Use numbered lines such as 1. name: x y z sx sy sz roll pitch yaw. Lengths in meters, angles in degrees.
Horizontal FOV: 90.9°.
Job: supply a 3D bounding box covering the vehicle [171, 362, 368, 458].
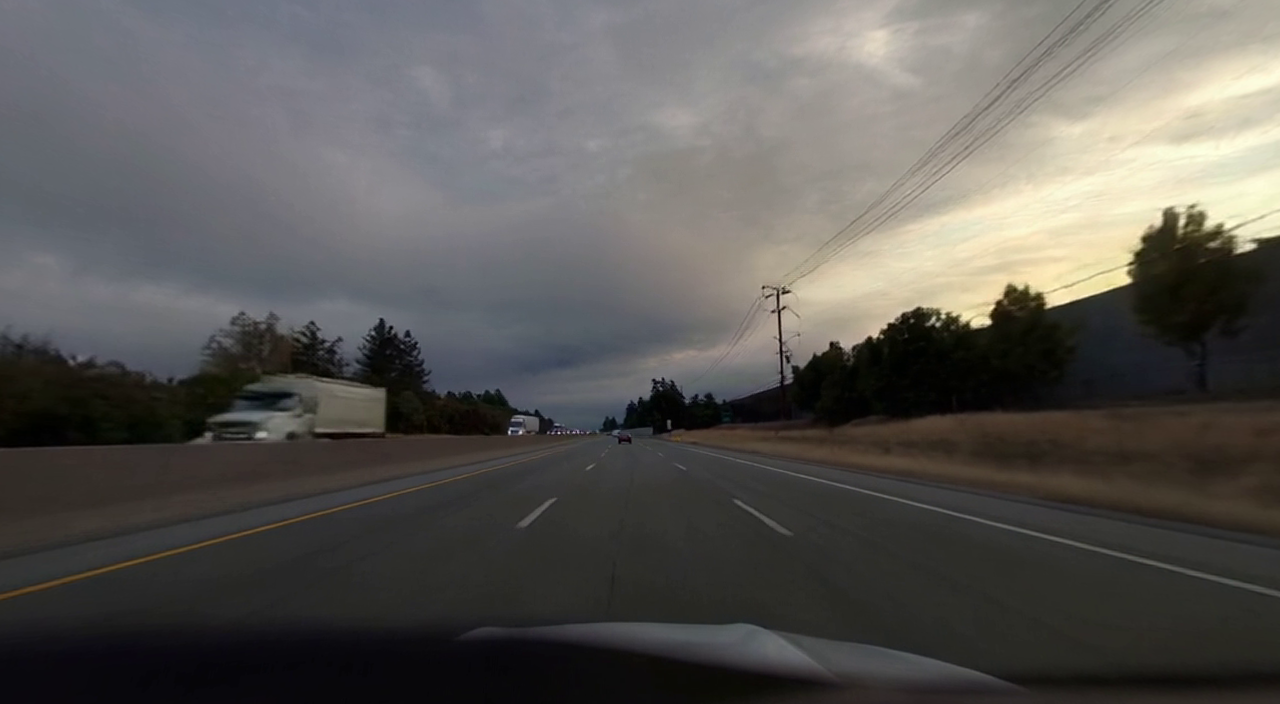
1. vehicle: -12.834 2.241 22.818 2.850 2.925 7.109 0 -8 -1
